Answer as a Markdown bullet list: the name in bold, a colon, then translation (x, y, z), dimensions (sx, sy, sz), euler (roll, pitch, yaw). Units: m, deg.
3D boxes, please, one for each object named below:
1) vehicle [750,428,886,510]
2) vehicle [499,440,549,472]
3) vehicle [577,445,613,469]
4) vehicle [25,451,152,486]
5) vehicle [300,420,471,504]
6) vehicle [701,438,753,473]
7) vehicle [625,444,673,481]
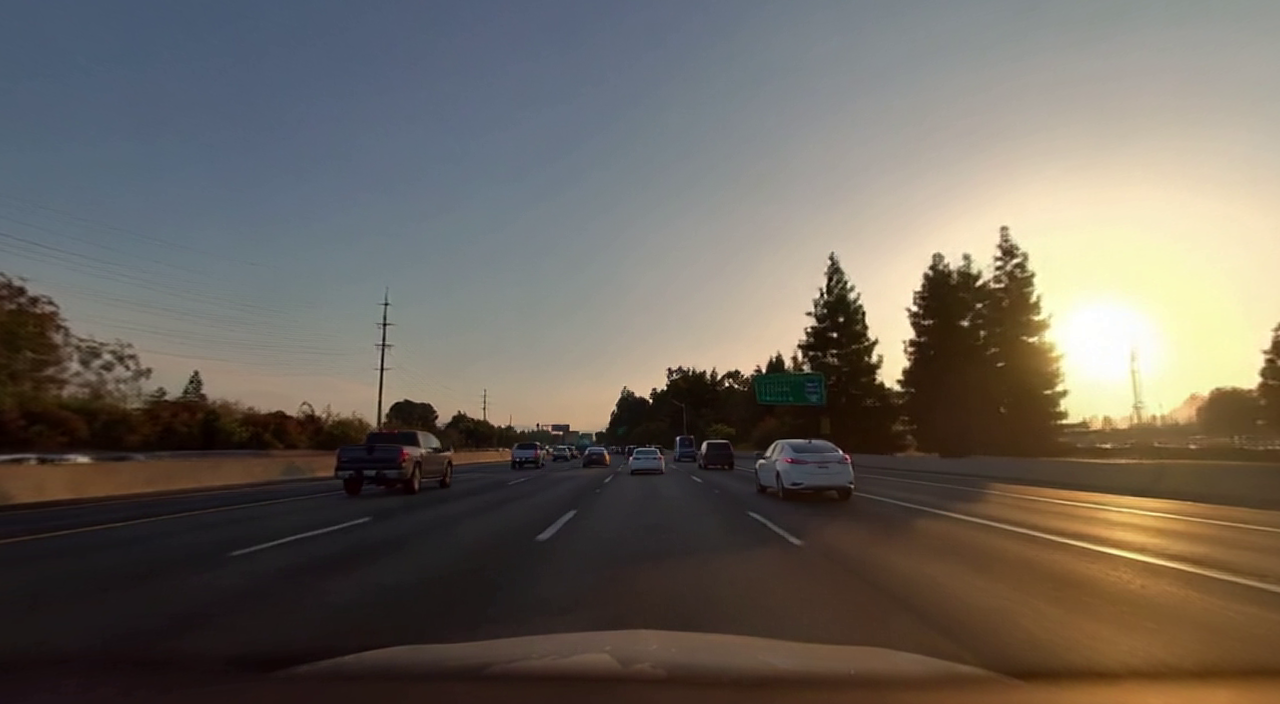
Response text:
- **vehicle**: translation (4.099, 2.773, 15.372), dimensions (2.002, 1.691, 4.290), euler (0, -9, 0)
- **vehicle**: translation (-6.609, 5.967, 36.313), dimensions (1.978, 1.680, 4.263), euler (0, -9, 1)
- **vehicle**: translation (-2.835, 6.729, 40.664), dimensions (1.904, 1.479, 4.274), euler (0, -9, 1)
- **vehicle**: translation (-34.541, 7.285, 39.807), dimensions (2.660, 1.965, 5.799), euler (0, -9, 1)
- **vehicle**: translation (-6.758, 3.010, 17.732), dimensions (2.269, 1.936, 5.777), euler (0, -9, 1)
- **vehicle**: translation (4.621, 5.565, 34.116), dimensions (2.195, 1.778, 4.455), euler (0, -9, 1)
- **vehicle**: translation (0.380, 4.752, 27.442), dimensions (1.966, 1.444, 3.986), euler (0, -9, 1)
